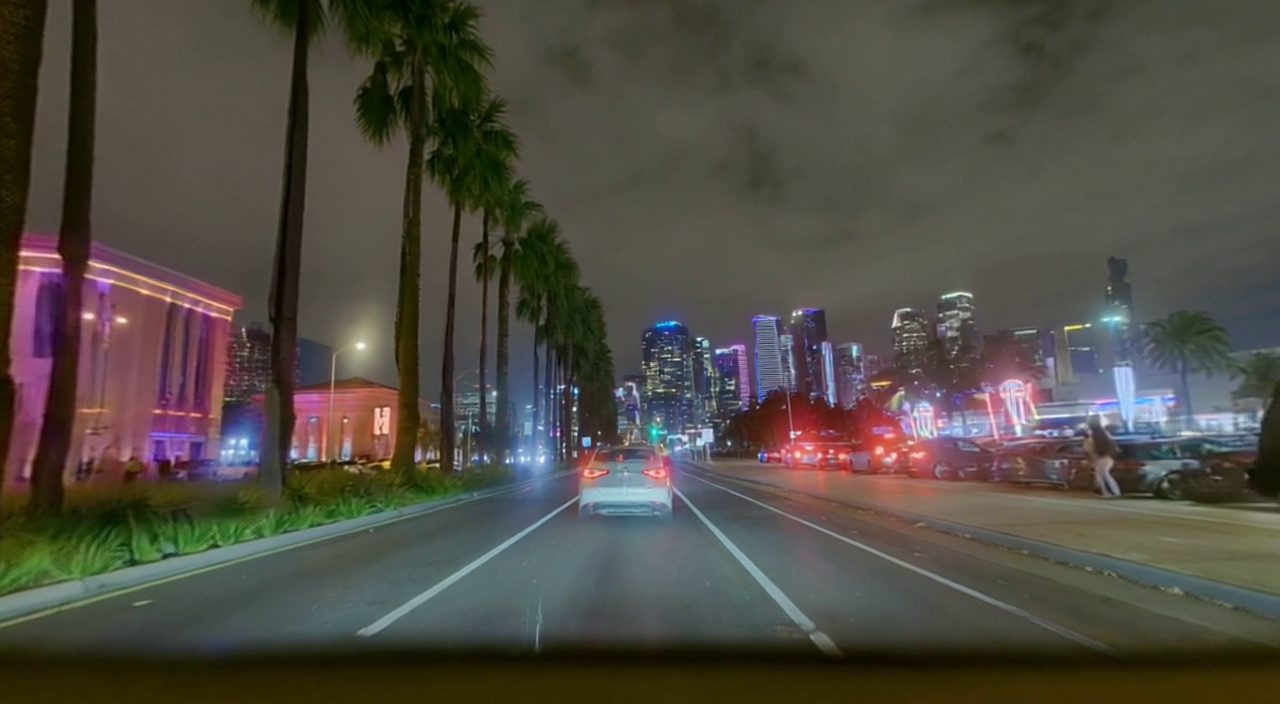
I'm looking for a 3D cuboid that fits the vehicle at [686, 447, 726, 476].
[{"bbox_3d":[4.303,7.172,41.693,2.136,1.774,4.778,0,-9,0],"label":"vehicle"}]

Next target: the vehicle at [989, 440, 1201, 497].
[{"bbox_3d":[12.835,3.287,17.996,4.363,1.488,2.248,1,-9,-4],"label":"vehicle"}]

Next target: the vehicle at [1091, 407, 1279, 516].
[{"bbox_3d":[12.919,2.144,12.904,5.301,1.962,2.431,-3,-8,4],"label":"vehicle"}]

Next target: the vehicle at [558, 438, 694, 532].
[{"bbox_3d":[-0.222,2.495,12.390,2.235,1.528,3.876,0,-9,0],"label":"vehicle"}]
